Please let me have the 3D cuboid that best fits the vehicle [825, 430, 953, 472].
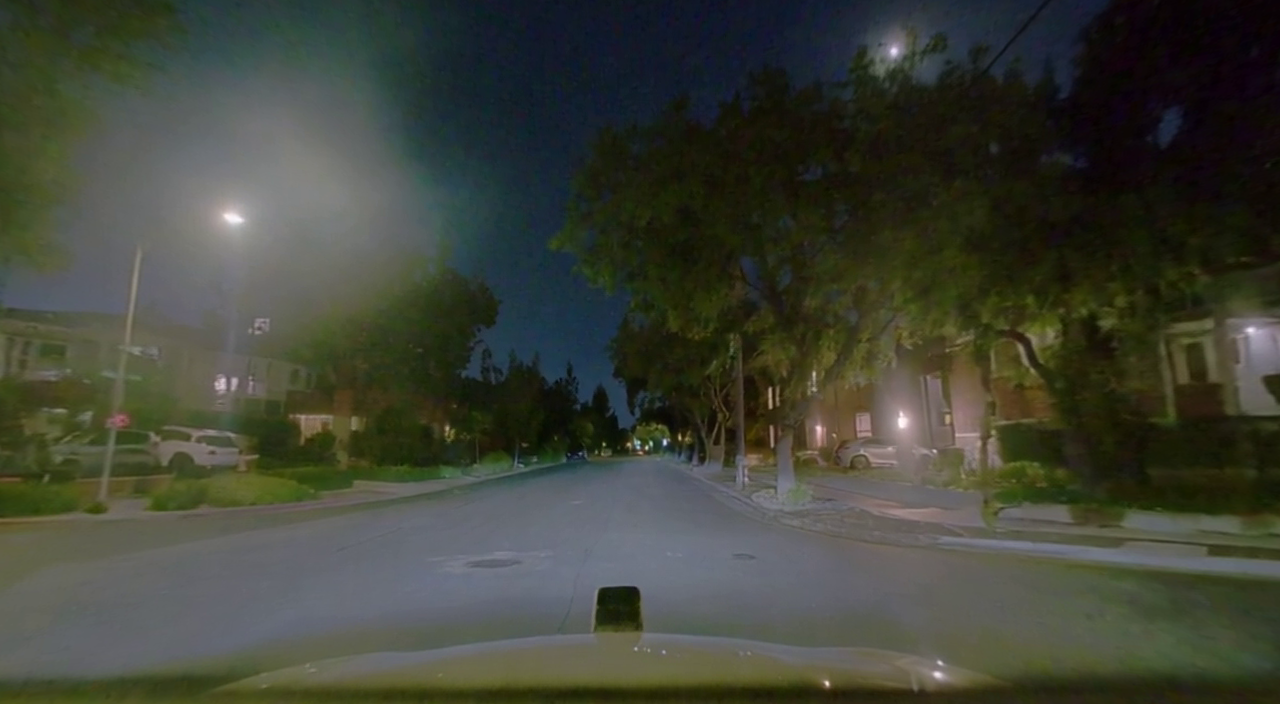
[{"bbox_3d":[11.189,4.476,28.655,4.894,1.616,1.965,-3,-9,1],"label":"vehicle"}]
